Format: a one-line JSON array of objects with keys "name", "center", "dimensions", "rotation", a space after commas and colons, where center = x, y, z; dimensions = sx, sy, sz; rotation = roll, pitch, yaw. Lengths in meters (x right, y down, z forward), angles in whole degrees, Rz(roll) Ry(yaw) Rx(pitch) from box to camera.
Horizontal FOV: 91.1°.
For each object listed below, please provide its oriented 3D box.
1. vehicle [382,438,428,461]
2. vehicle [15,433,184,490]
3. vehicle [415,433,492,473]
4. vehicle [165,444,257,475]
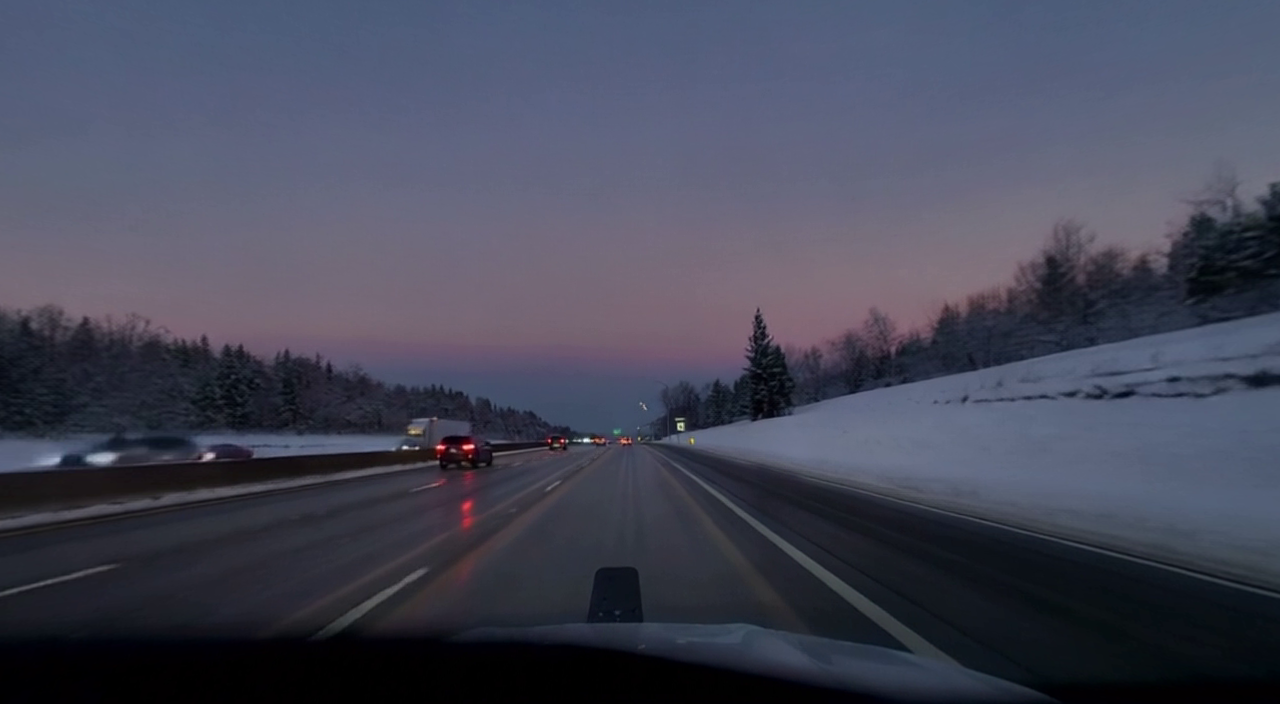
[{"name": "vehicle", "center": [-17.005, 7.055, 45.696], "dimensions": [1.812, 1.519, 3.999], "rotation": [0, -8, 0]}, {"name": "vehicle", "center": [-16.500, 3.326, 19.509], "dimensions": [1.786, 1.565, 3.896], "rotation": [0, -8, -1]}, {"name": "vehicle", "center": [-7.672, 4.175, 26.306], "dimensions": [1.972, 1.532, 4.222], "rotation": [0, -8, 0]}, {"name": "vehicle", "center": [-23.699, 5.911, 34.990], "dimensions": [1.849, 1.552, 4.689], "rotation": [0, -8, -1]}]
